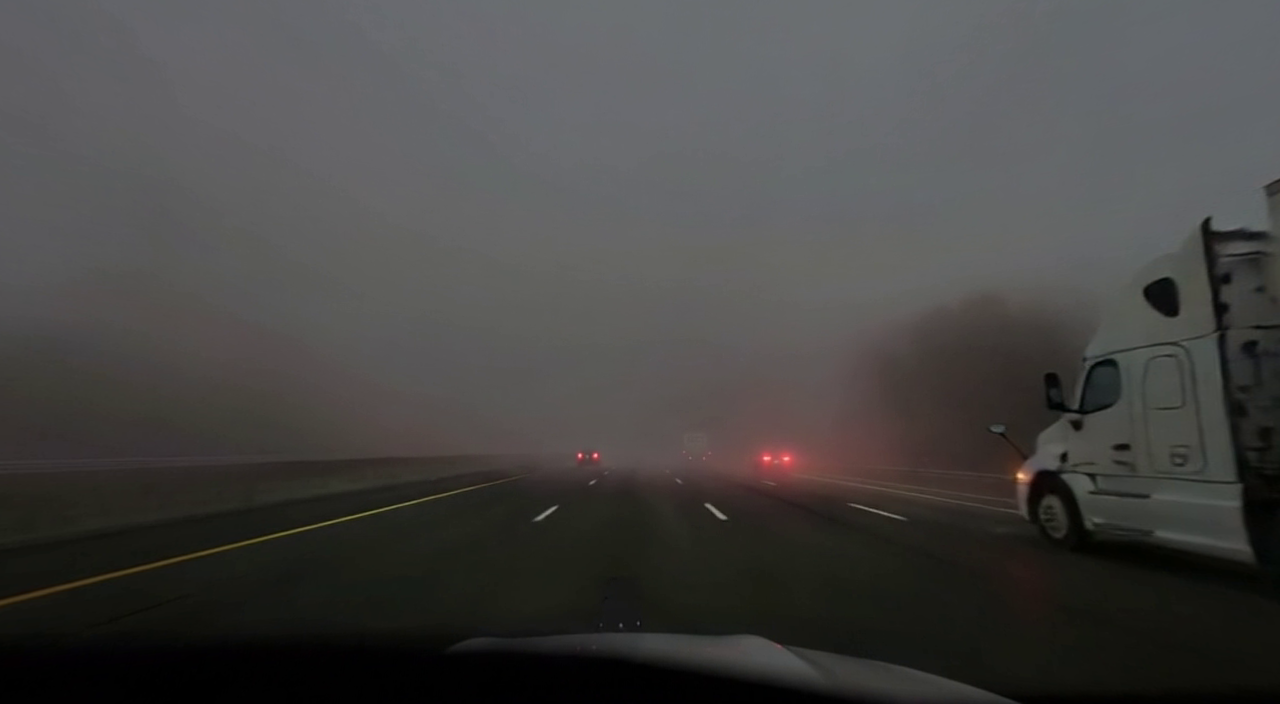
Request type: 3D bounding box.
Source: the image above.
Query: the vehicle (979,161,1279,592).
[{"bbox_3d":[7.741,0.525,7.879,3.034,4.112,7.110,0,-9,2],"label":"vehicle"}]

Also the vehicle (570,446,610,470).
[{"bbox_3d":[-3.305,7.184,42.740,2.164,1.507,4.748,0,-9,2],"label":"vehicle"}]

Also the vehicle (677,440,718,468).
[{"bbox_3d":[4.427,7.966,49.335,2.770,1.990,5.755,0,-9,1],"label":"vehicle"}]

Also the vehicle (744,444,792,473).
[{"bbox_3d":[8.085,6.753,40.214,2.188,1.727,4.381,0,-9,1],"label":"vehicle"}]
